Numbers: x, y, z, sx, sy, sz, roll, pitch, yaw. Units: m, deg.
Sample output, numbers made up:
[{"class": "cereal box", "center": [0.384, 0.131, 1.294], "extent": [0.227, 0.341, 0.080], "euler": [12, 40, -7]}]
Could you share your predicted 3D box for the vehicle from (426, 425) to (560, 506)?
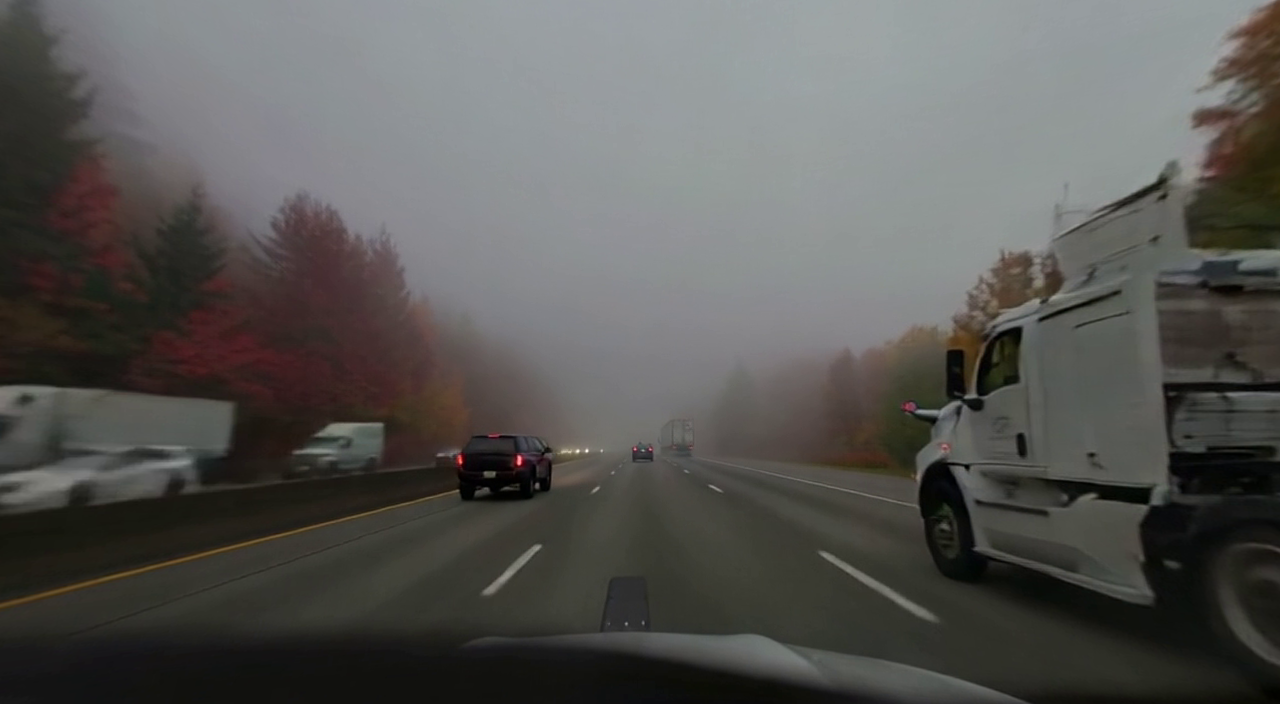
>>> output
[{"class": "vehicle", "center": [-3.377, 2.725, 15.533], "extent": [2.077, 1.669, 4.739], "euler": [0, -8, 1]}]

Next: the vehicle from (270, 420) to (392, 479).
[{"class": "vehicle", "center": [-13.873, 4.435, 28.851], "extent": [2.432, 2.411, 5.950], "euler": [0, -8, 1]}]

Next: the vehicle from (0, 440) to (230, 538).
[{"class": "vehicle", "center": [-10.234, 2.429, 11.909], "extent": [1.957, 1.488, 4.351], "euler": [0, -8, 1]}]

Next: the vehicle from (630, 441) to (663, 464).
[{"class": "vehicle", "center": [0.447, 6.907, 43.273], "extent": [2.152, 1.484, 4.211], "euler": [0, -8, 1]}]

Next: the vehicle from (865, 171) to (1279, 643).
[{"class": "vehicle", "center": [4.702, 0.577, 6.565], "extent": [3.306, 3.639, 3.451], "euler": [0, -8, 0]}]
